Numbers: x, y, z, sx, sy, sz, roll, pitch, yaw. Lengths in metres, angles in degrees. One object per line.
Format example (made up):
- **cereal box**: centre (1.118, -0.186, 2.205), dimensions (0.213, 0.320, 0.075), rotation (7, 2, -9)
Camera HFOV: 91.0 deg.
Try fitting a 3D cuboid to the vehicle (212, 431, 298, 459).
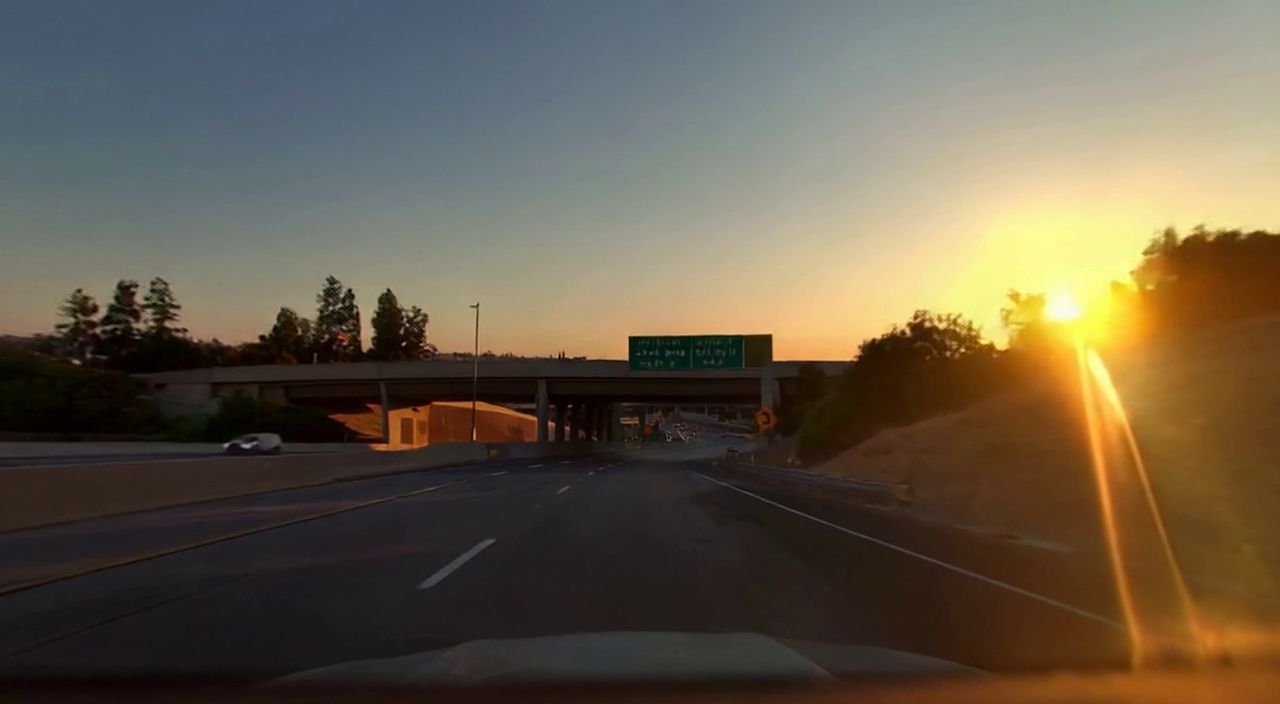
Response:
- **vehicle**: centre (-21.521, 5.240, 35.454), dimensions (1.845, 1.490, 4.642), rotation (0, -8, 1)
